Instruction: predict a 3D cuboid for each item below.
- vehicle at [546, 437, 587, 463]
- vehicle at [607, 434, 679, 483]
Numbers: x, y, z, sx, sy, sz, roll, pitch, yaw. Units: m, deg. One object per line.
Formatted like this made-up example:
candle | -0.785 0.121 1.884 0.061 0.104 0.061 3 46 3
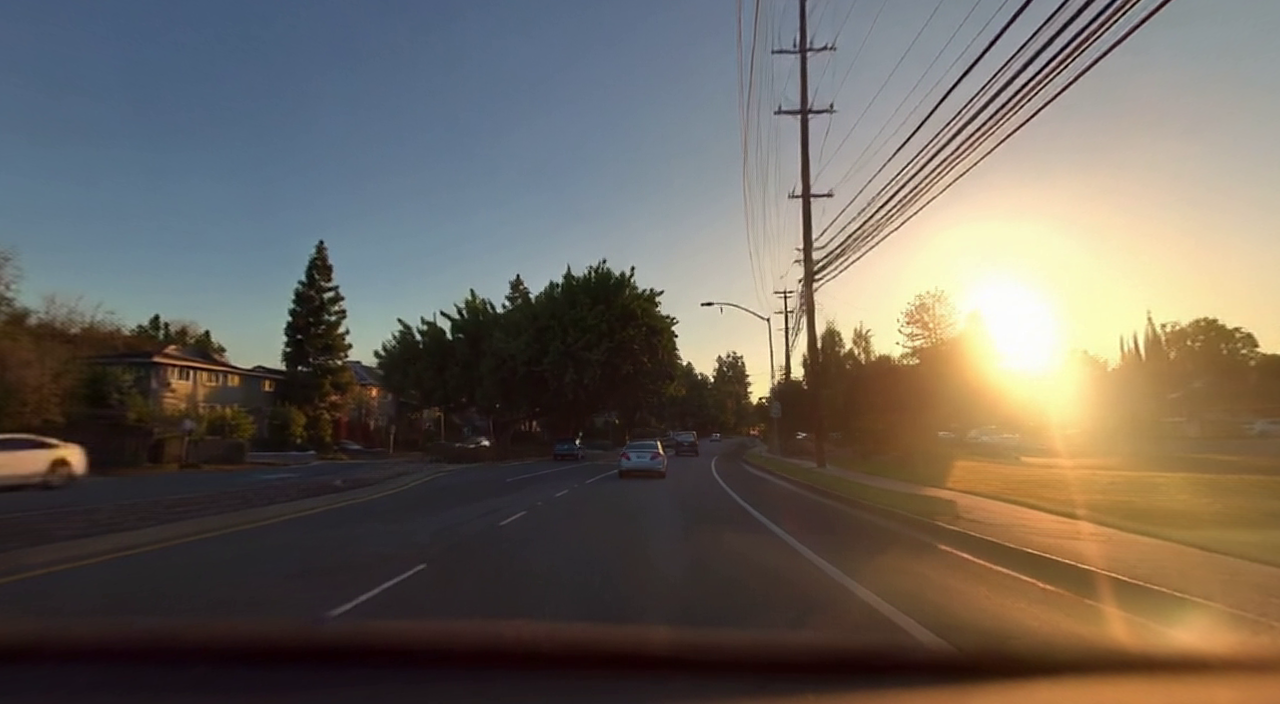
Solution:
vehicle | -4.551 6.133 39.571 1.983 1.485 4.159 -1 -8 2
vehicle | 0.205 3.546 21.283 2.117 1.474 4.036 -1 -8 4
